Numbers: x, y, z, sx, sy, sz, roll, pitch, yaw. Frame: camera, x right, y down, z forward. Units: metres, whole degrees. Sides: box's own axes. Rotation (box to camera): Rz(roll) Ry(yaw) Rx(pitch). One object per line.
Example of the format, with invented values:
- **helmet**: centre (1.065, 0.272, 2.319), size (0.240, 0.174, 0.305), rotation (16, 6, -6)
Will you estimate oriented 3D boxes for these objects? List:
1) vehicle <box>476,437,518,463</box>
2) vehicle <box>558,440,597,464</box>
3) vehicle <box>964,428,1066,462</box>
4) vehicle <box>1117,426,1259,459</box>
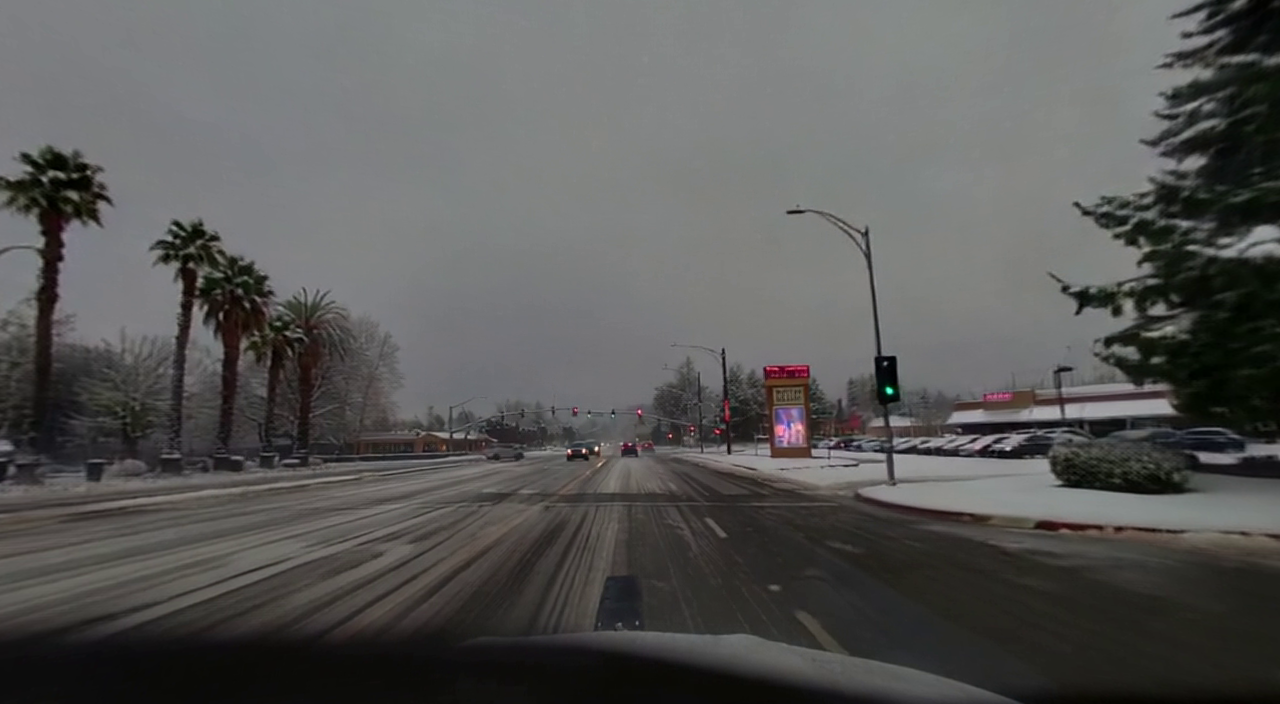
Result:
- **vehicle**: centre (-10.425, 7.175, 46.344), size (2.022, 1.746, 4.406), rotation (0, -9, 0)
- **vehicle**: centre (-4.043, 6.575, 41.514), size (2.181, 1.483, 4.123), rotation (0, -9, -1)
- **vehicle**: centre (20.496, 5.138, 34.775), size (4.548, 1.741, 1.971), rotation (-4, -10, 25)
- **vehicle**: centre (27.097, 4.541, 31.499), size (4.809, 1.499, 2.130), rotation (-4, -9, 23)
